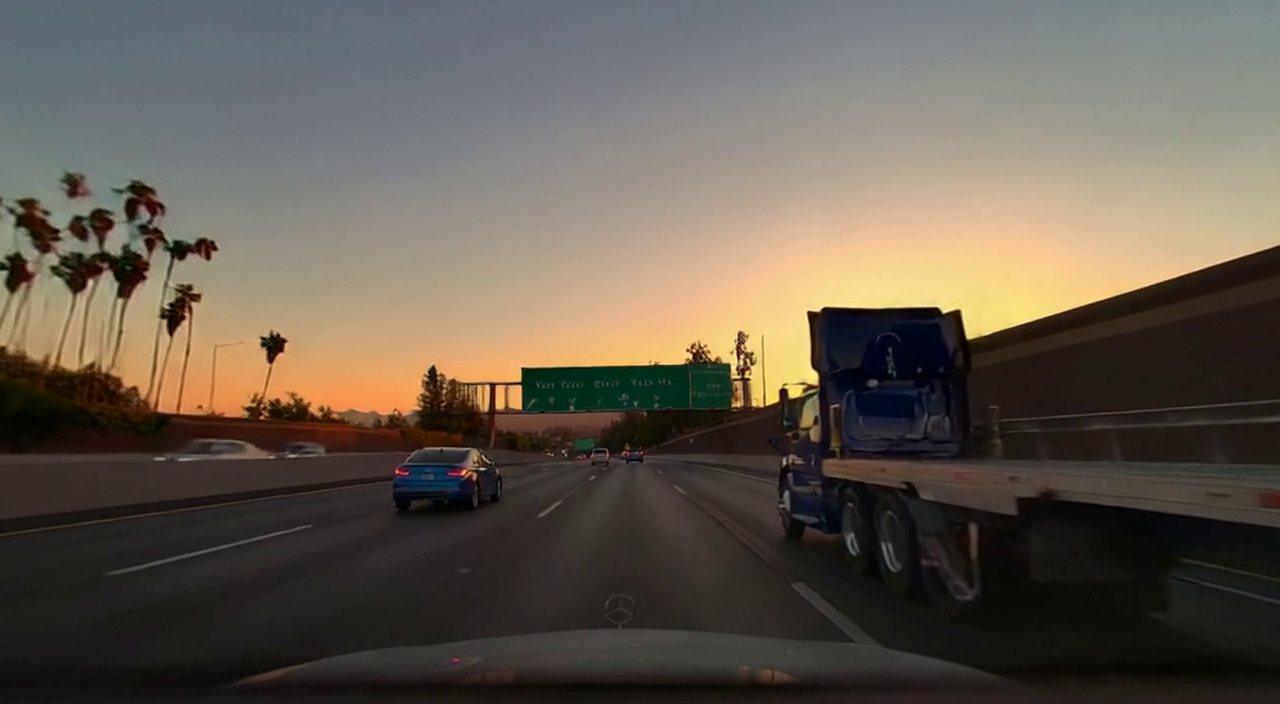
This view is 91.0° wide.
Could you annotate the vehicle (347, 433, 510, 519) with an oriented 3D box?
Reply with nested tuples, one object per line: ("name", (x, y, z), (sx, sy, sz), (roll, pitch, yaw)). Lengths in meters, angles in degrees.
("vehicle", (-4.272, 2.570, 13.571), (2.120, 1.537, 4.139), (0, -9, -1))

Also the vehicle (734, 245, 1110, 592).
("vehicle", (3.533, 1.110, 9.990), (3.073, 3.886, 5.856), (0, -9, -1))
